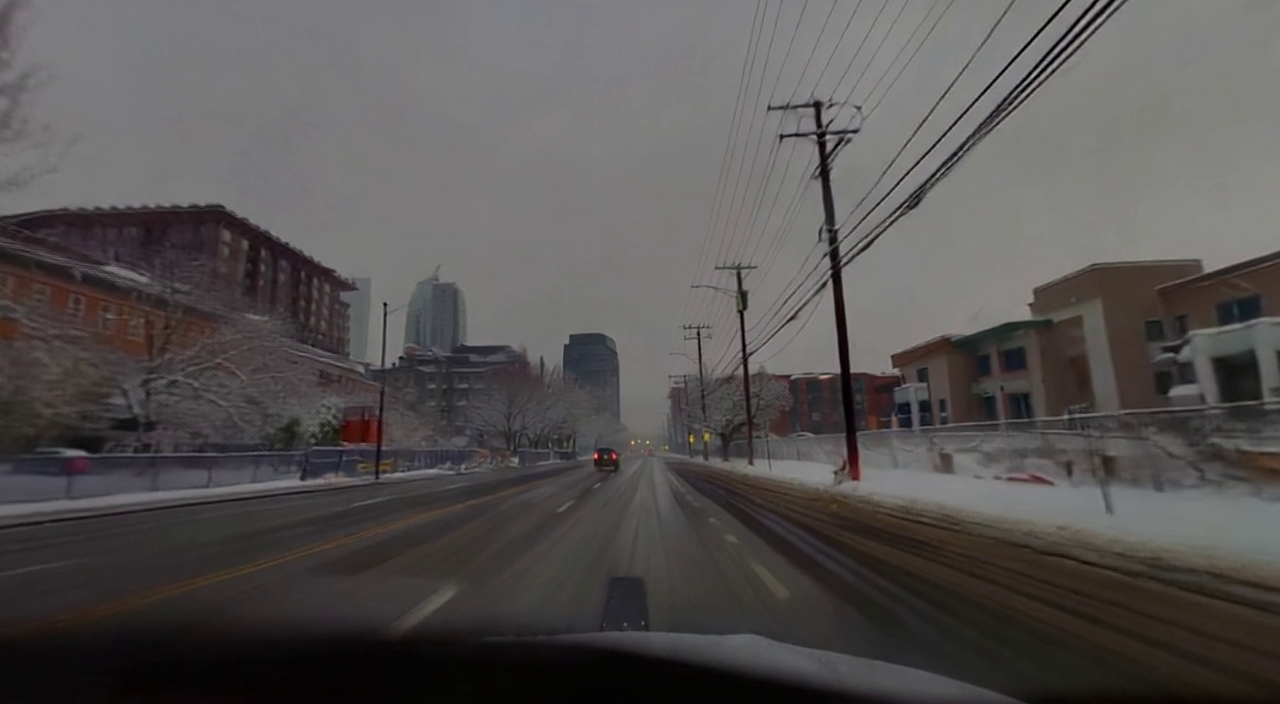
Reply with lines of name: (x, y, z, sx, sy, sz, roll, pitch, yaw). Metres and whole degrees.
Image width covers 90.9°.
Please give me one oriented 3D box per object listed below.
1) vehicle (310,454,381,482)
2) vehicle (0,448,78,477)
vehicle: (-17.086, 6.720, 36.877, 1.995, 1.460, 4.802, 0, -9, -2)
vehicle: (-39.905, 7.186, 41.117, 4.290, 1.788, 2.165, -1, -9, -1)
